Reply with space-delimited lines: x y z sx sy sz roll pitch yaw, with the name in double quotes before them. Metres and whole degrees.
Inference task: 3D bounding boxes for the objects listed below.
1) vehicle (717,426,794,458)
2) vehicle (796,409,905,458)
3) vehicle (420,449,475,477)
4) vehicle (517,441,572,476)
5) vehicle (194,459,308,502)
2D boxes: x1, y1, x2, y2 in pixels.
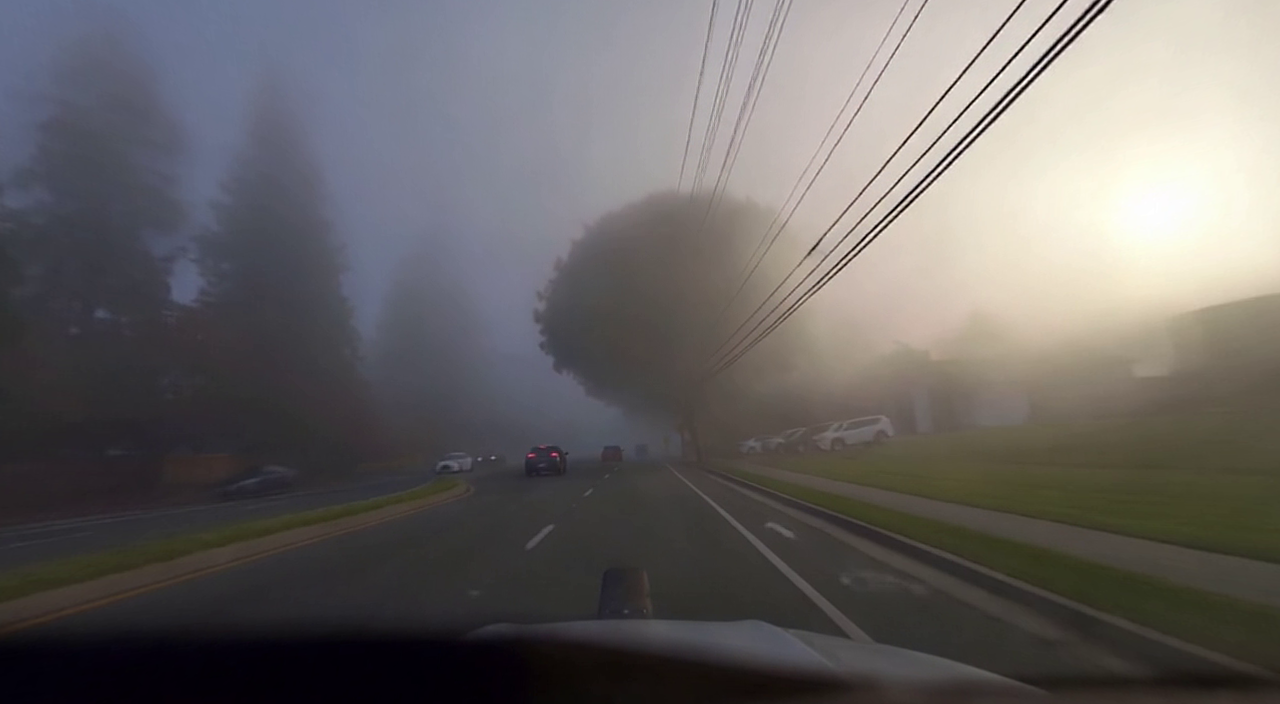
"vehicle" 8.238 6.467 45.261 4.840 1.583 2.324 -8 -9 -3
"vehicle" 10.786 4.249 32.601 4.610 1.853 2.265 -7 -9 -3
"vehicle" -11.203 6.448 36.933 2.048 1.481 4.543 0 -8 -4
"vehicle" -4.369 4.953 29.504 2.084 1.466 4.522 0 -8 -3
"vehicle" -15.980 5.261 26.217 1.890 1.490 4.494 -1 -8 0
